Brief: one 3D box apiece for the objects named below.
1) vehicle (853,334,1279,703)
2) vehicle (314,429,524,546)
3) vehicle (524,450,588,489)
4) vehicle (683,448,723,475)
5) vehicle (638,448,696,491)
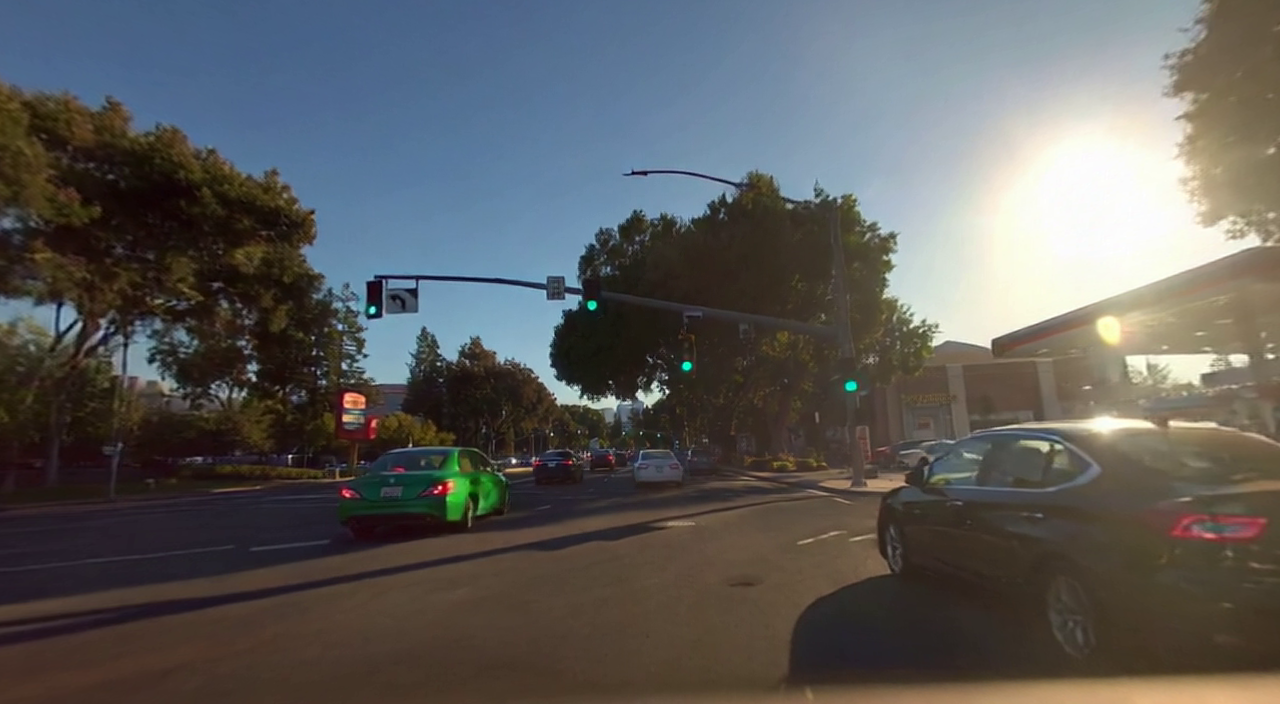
[{"bbox_3d":[3.472,1.141,4.981,1.992,1.805,4.549,0,-8,1],"label":"vehicle"},{"bbox_3d":[-3.706,2.357,11.754,2.023,1.687,4.874,0,-8,2],"label":"vehicle"},{"bbox_3d":[-3.418,4.860,26.482,1.995,1.436,4.500,0,-8,1],"label":"vehicle"},{"bbox_3d":[3.769,6.626,38.320,1.920,1.479,4.548,0,-8,-1],"label":"vehicle"},{"bbox_3d":[0.944,4.372,23.811,1.994,1.433,3.894,0,-8,0],"label":"vehicle"}]
